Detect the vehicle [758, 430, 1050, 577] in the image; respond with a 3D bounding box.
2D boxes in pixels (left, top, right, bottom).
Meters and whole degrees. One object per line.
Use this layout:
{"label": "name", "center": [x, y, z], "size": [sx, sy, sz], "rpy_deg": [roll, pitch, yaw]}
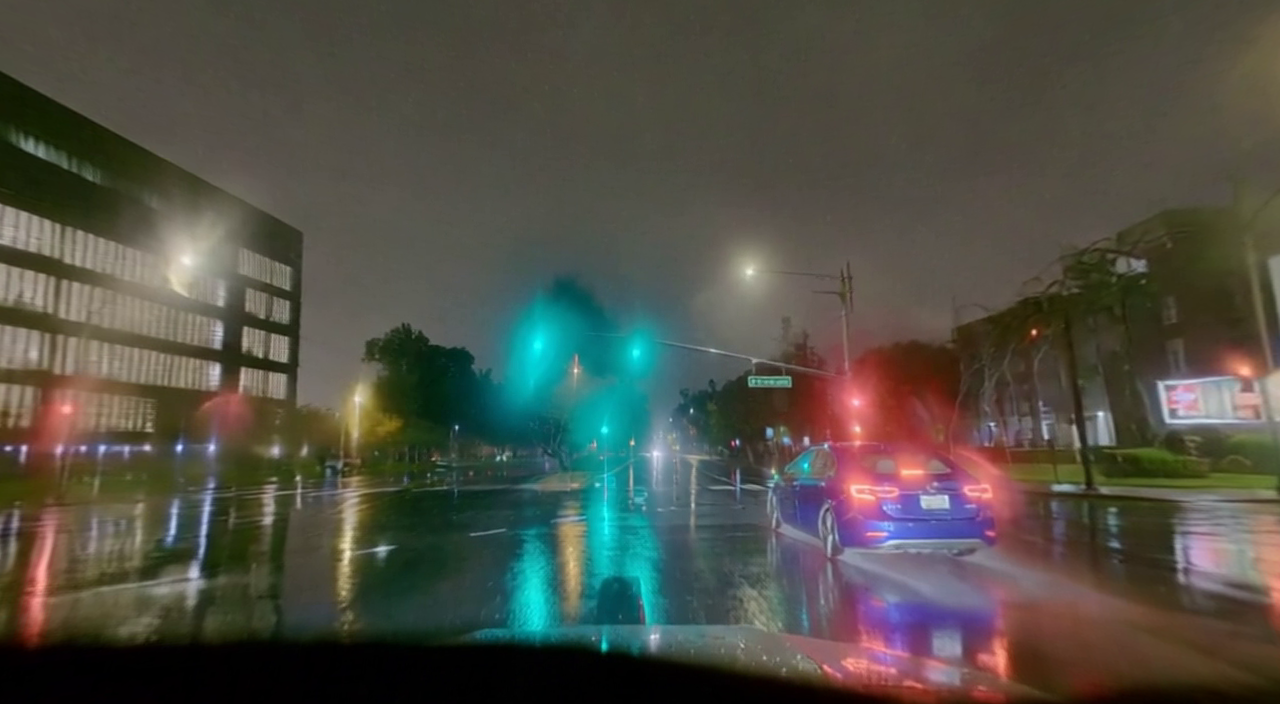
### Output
{"label": "vehicle", "center": [3.263, 1.966, 9.158], "size": [2.089, 1.539, 4.767], "rpy_deg": [0, -8, -1]}
